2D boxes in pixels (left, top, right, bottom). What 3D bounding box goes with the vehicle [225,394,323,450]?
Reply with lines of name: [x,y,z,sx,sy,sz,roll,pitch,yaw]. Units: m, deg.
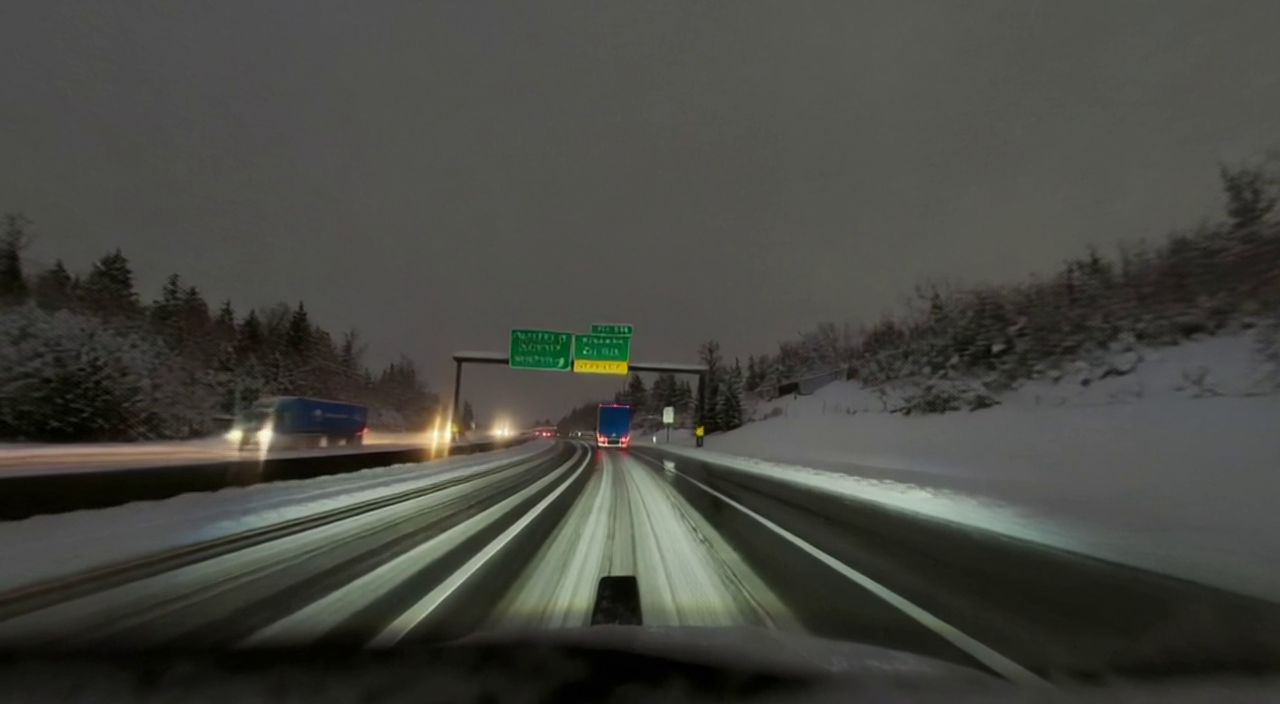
vehicle: [-25.642,5.029,44.636,3.431,3.680,6.045,1,-8,-4]
